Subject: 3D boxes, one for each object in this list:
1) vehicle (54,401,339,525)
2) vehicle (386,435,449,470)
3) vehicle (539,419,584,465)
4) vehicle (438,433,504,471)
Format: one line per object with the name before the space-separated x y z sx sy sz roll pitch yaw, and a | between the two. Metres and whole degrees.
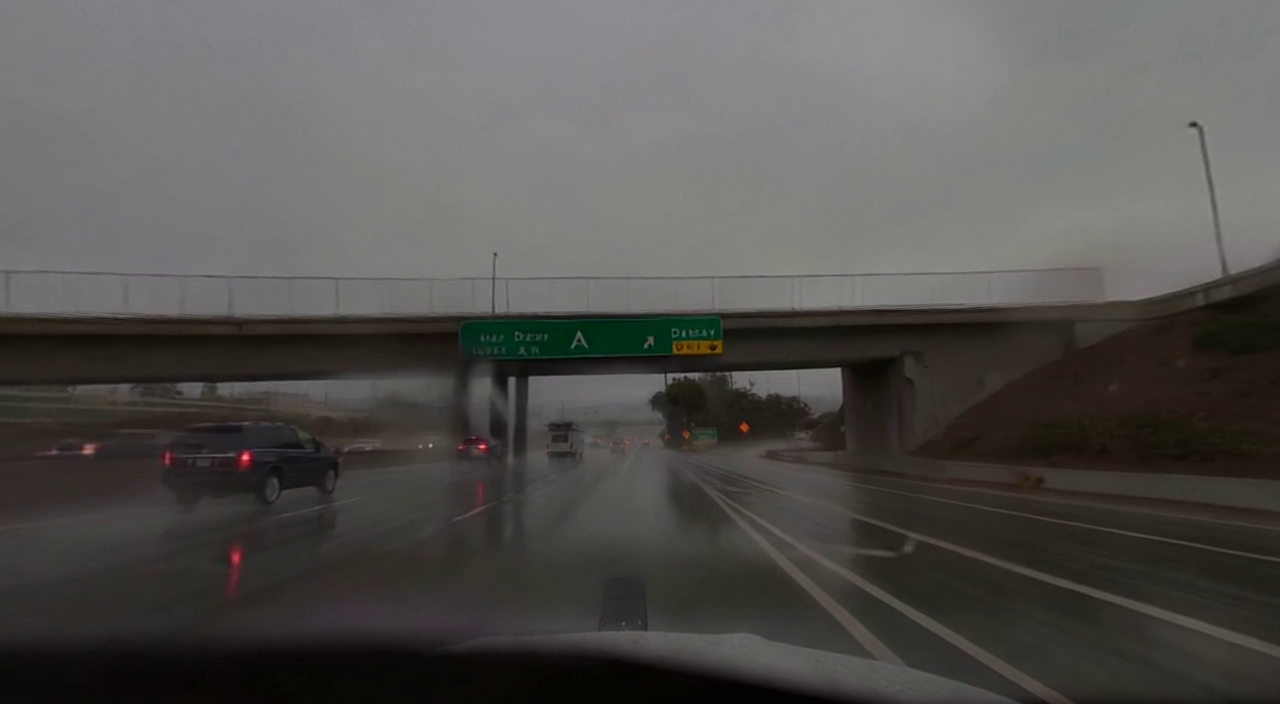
vehicle | -8.147 2.098 12.304 2.179 1.948 4.618 0 -8 0
vehicle | -11.901 5.404 33.923 1.900 1.726 4.236 0 -8 -1
vehicle | -5.167 6.055 42.300 2.301 2.843 6.458 0 -8 -1
vehicle | -8.574 5.122 32.339 2.109 1.784 4.709 0 -8 -1
